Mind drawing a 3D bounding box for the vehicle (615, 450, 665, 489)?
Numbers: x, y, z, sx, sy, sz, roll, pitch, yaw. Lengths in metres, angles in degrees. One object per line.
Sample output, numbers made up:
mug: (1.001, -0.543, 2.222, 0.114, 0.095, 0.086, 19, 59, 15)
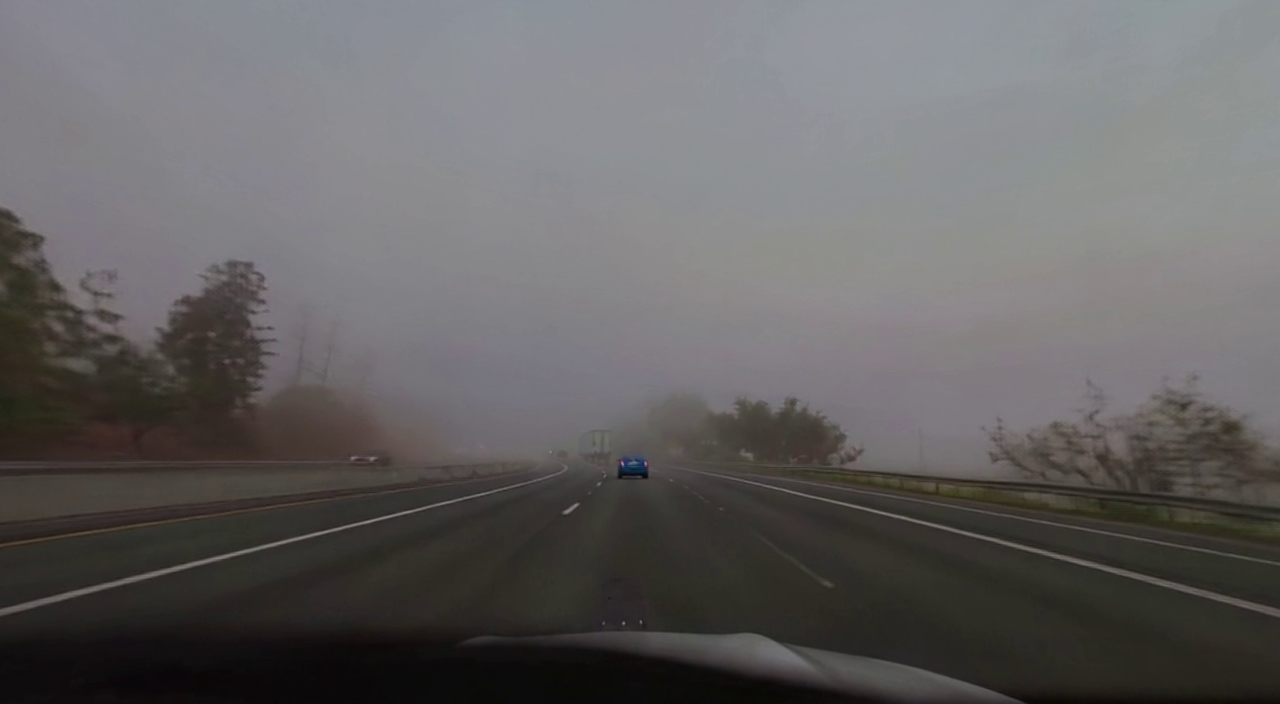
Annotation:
vehicle: (-0.037, 5.163, 28.073, 2.042, 1.528, 4.300, 0, -8, -1)

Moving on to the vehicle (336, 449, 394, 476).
vehicle: (-18.731, 7.496, 43.173, 2.028, 1.686, 4.725, 0, -8, -3)
